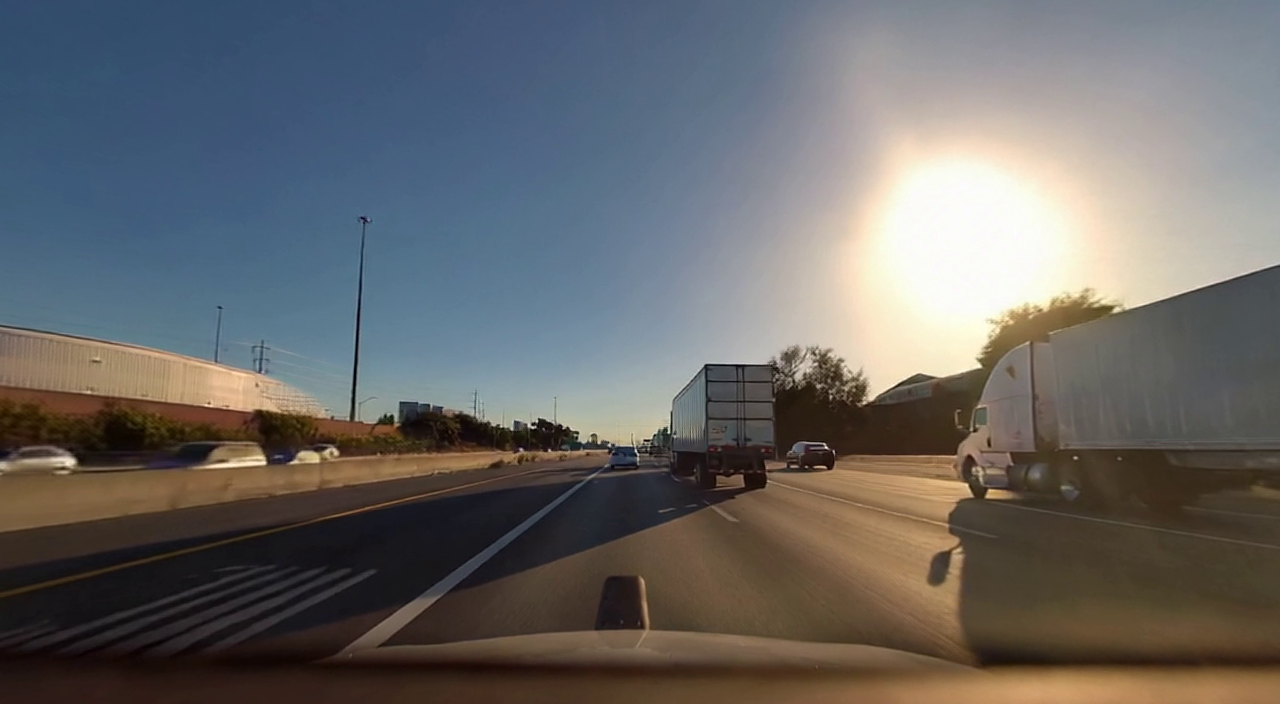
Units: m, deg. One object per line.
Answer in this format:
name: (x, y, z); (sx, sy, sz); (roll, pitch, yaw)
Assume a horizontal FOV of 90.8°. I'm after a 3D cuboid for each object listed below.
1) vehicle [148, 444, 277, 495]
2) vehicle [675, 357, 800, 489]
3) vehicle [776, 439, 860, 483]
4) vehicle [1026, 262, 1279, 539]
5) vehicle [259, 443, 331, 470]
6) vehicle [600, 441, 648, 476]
vehicle: (-13.130, 3.598, 19.673); (1.543, 1.408, 3.505); (0, -9, 0)
vehicle: (3.334, 2.995, 25.110); (2.999, 4.127, 10.526); (0, -9, -2)
vehicle: (7.307, 4.498, 26.404); (2.154, 1.658, 4.347); (0, -9, -1)
vehicle: (11.196, 0.335, 6.988); (2.898, 4.171, 17.188); (0, -9, -1)
vehicle: (-20.822, 6.329, 38.376); (1.804, 1.522, 4.544); (0, -9, 0)
vehicle: (-0.729, 5.118, 30.594); (2.163, 1.551, 4.180); (0, -9, 0)
